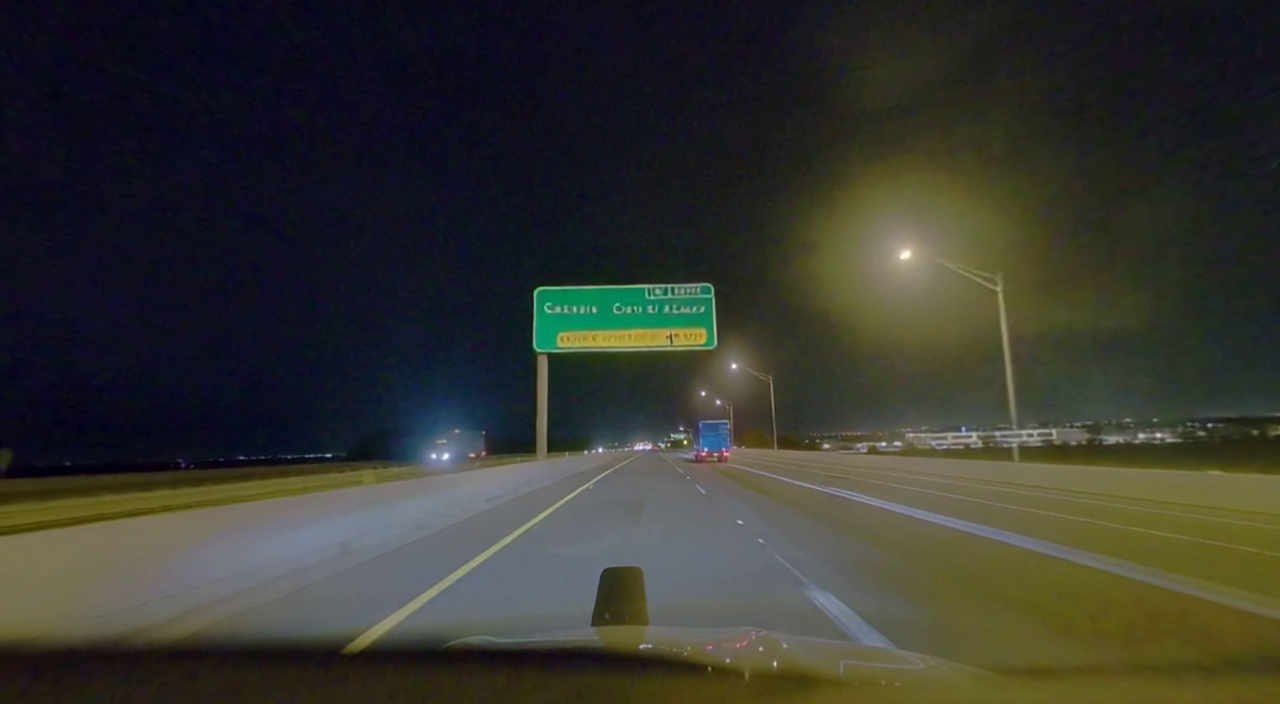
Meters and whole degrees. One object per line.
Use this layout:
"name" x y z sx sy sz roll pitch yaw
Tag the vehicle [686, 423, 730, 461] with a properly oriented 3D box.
"vehicle" 4.690 6.334 44.257 2.430 2.495 6.062 0 -8 0
